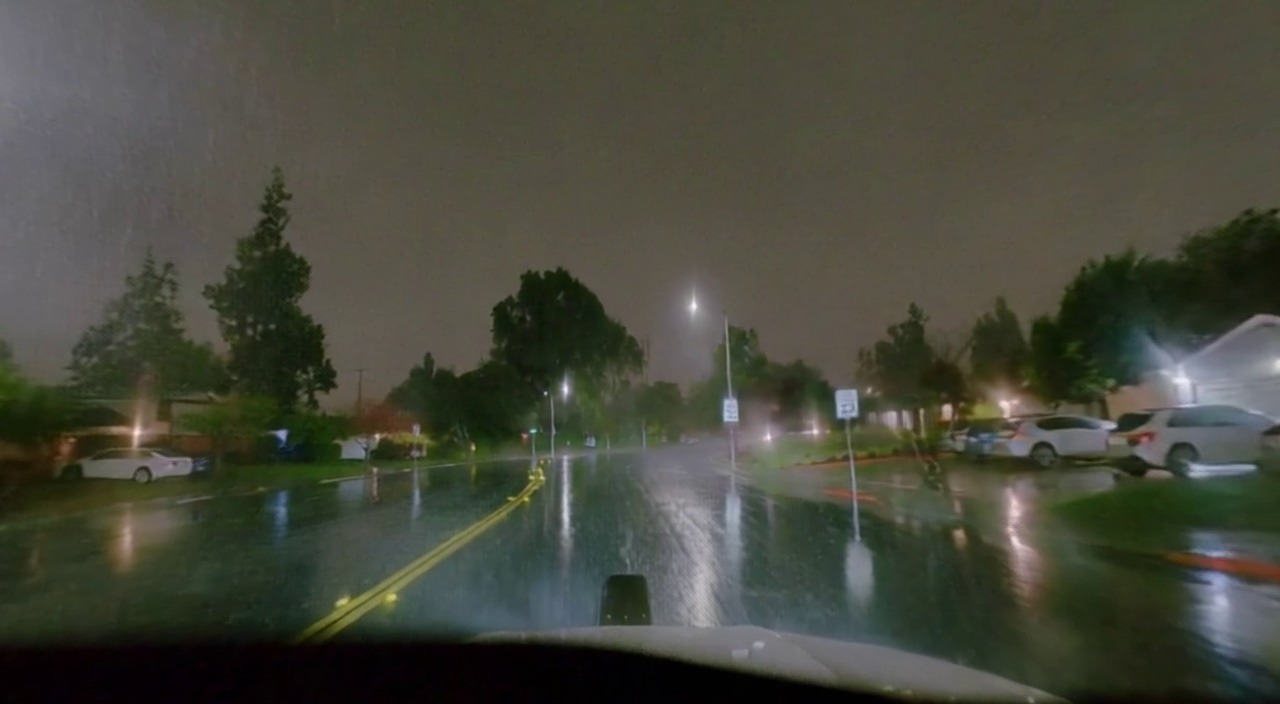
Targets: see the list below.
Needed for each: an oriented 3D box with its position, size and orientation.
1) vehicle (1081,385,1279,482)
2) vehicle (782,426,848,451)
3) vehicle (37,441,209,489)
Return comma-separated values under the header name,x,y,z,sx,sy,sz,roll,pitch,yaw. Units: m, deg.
name,x,y,z,sx,sy,sz,roll,pitch,yaw
vehicle,14.200,1.867,14.612,5.793,2.017,2.535,-4,-9,13
vehicle,13.416,6.675,48.524,4.766,1.789,1.939,-2,-9,12
vehicle,-21.163,4.622,26.068,4.879,1.854,2.265,1,-9,-8
